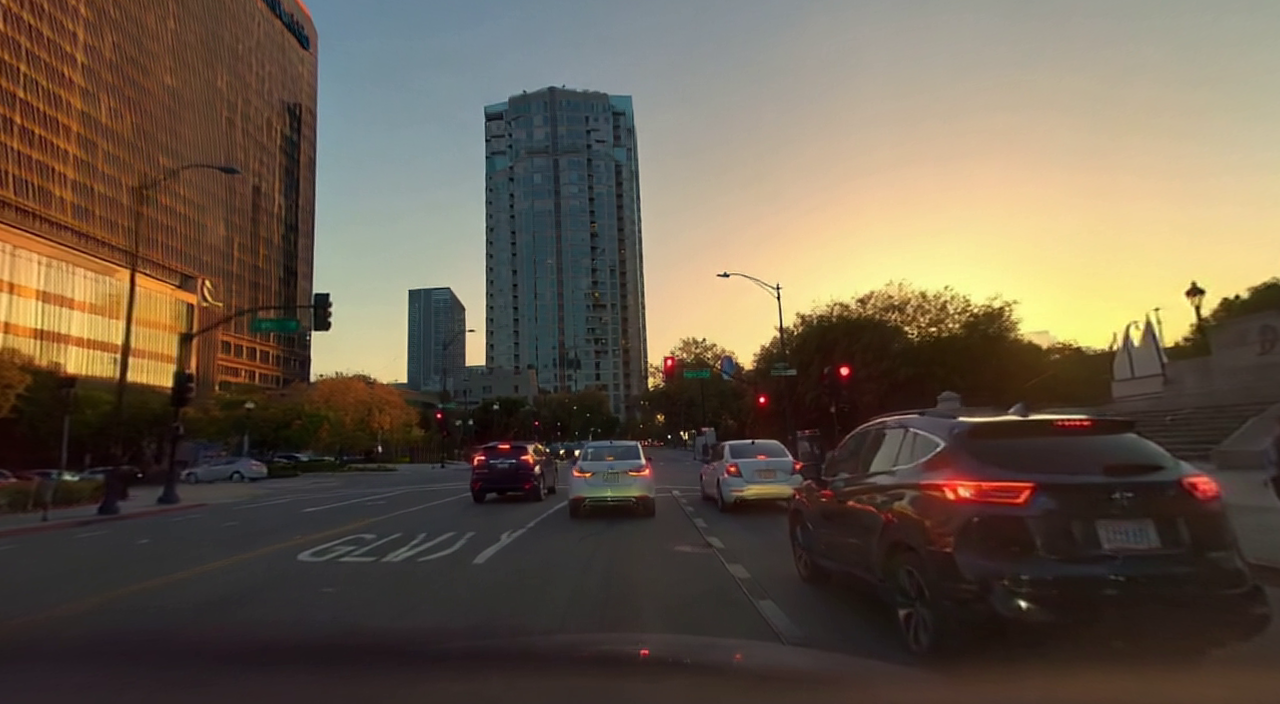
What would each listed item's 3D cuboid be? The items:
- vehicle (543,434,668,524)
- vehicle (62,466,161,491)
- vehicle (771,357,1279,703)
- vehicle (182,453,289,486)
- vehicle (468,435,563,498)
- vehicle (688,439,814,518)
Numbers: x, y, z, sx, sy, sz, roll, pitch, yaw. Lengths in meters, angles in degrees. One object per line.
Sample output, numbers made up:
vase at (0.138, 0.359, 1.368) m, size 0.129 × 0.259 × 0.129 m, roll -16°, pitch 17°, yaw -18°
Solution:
vehicle at (-0.610, 2.443, 12.700) m, size 2.096 × 1.492 × 4.071 m, roll 0°, pitch -9°, yaw -1°
vehicle at (-32.308, 7.722, 38.681) m, size 4.392 × 1.427 × 1.764 m, roll 0°, pitch -9°, yaw -1°
vehicle at (2.647, 1.234, 5.282) m, size 2.096 × 1.775 × 4.440 m, roll 0°, pitch -9°, yaw -1°
vehicle at (-22.954, 6.647, 36.044) m, size 4.612 × 1.752 × 1.953 m, roll 2°, pitch -9°, yaw -15°
vehicle at (-3.573, 3.388, 19.143) m, size 2.045 × 1.633 × 4.864 m, roll 0°, pitch -9°, yaw -2°
vehicle at (2.243, 2.701, 14.047) m, size 1.943 × 1.449 × 4.202 m, roll 0°, pitch -9°, yaw -1°
